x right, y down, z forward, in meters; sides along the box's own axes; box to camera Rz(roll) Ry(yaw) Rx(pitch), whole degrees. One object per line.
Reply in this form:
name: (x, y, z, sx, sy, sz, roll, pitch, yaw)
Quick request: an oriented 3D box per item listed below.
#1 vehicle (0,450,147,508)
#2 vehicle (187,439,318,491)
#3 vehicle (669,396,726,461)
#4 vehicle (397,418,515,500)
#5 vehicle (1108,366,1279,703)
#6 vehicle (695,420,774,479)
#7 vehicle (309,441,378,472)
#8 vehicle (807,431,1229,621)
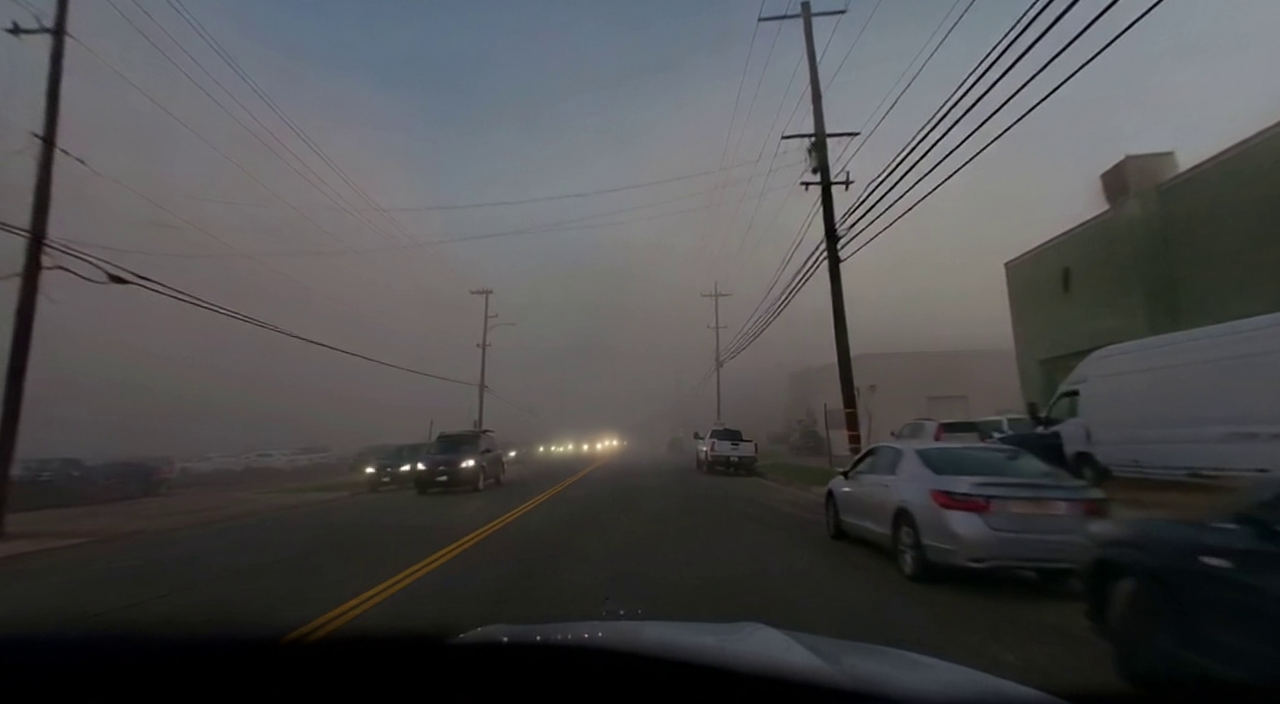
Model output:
vehicle: (-17.350, 3.711, 18.550, 4.136, 1.510, 1.842, -1, -9, -1)
vehicle: (-14.285, 4.164, 23.668, 2.016, 1.721, 4.410, 0, -9, 1)
vehicle: (3.530, 5.084, 40.969, 2.874, 3.757, 8.612, 0, -9, 0)
vehicle: (-5.106, 3.055, 18.351, 2.254, 1.963, 4.823, -2, -8, -4)
vehicle: (3.607, 0.652, 0.993, 1.911, 1.654, 5.061, 0, -9, 1)
vehicle: (3.555, 3.856, 25.093, 2.249, 2.026, 6.211, 0, -9, 1)
vehicle: (-17.259, 6.112, 37.055, 1.929, 1.702, 4.121, 0, -9, 2)
vehicle: (3.589, 1.720, 7.375, 1.974, 1.455, 4.776, 0, -9, 0)
